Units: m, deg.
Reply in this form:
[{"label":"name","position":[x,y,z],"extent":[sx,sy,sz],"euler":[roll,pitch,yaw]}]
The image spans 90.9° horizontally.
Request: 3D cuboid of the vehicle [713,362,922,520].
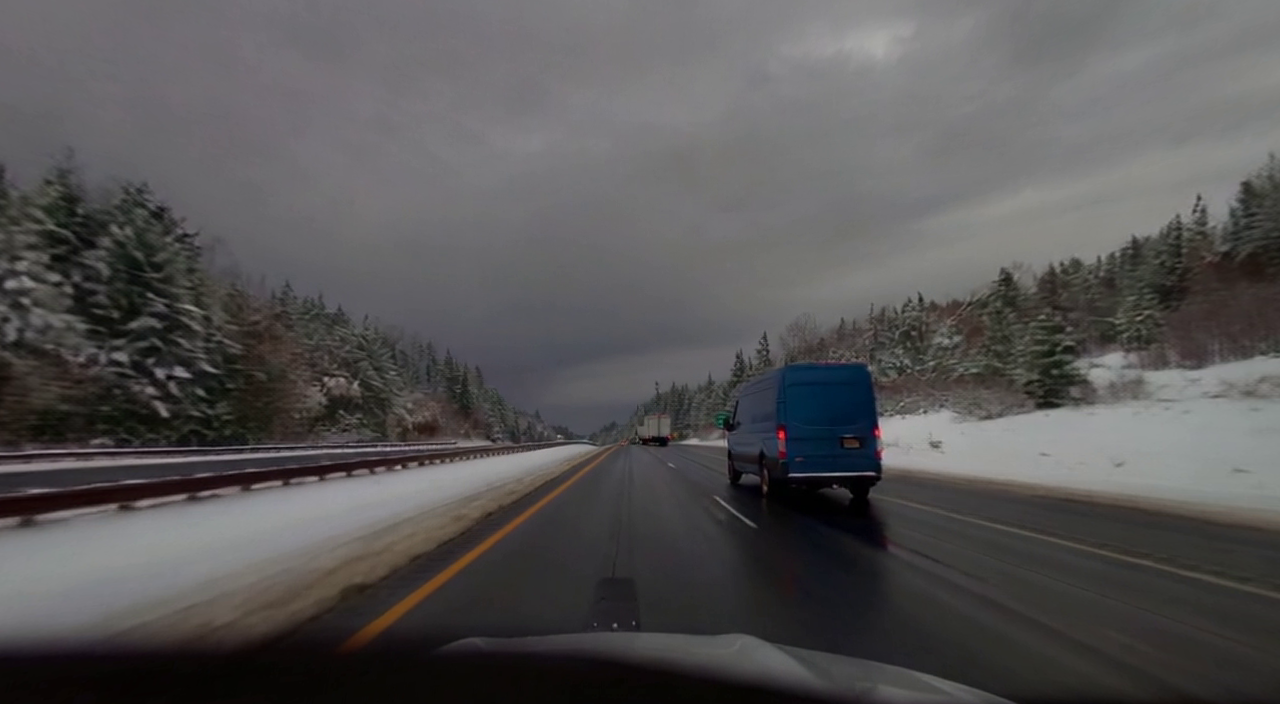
[{"label":"vehicle","position":[3.283,1.873,13.520],"extent":[2.570,2.596,6.082],"euler":[0,-8,-1]}]
